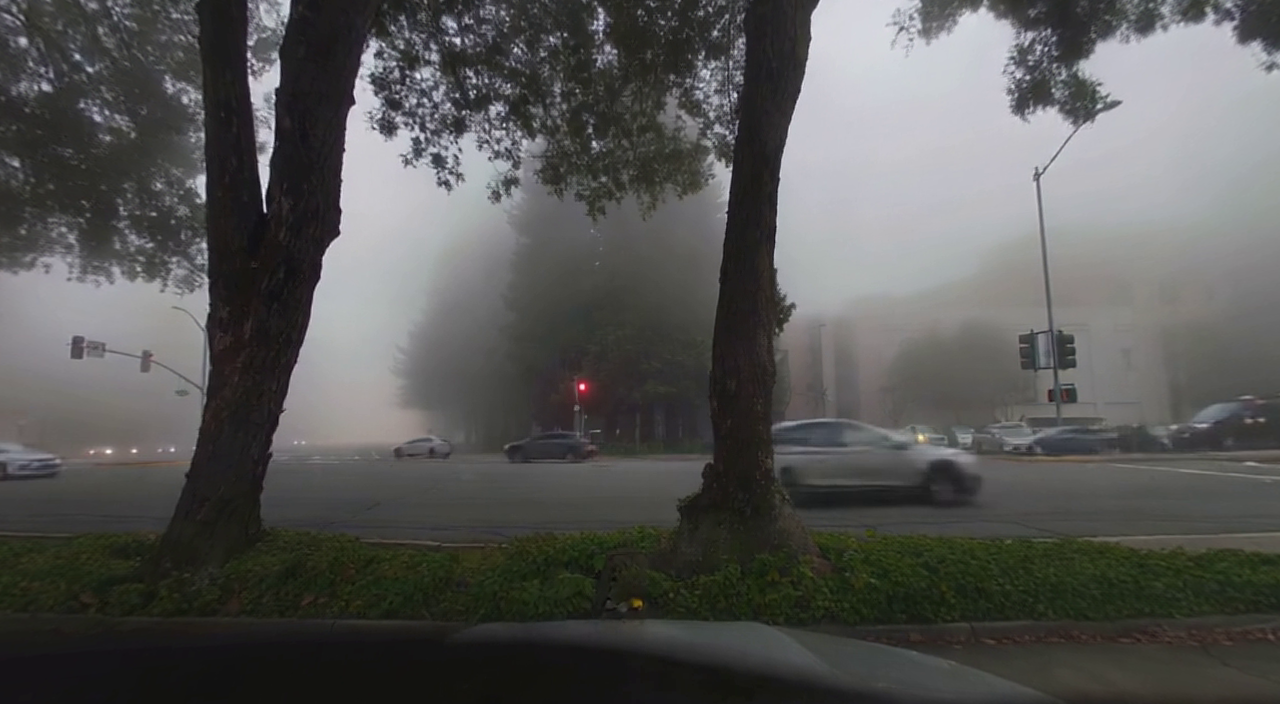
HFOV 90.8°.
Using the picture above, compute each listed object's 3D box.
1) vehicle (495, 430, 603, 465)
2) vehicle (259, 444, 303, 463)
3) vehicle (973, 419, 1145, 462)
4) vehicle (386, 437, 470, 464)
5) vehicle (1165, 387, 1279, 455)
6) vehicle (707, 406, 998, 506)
[{"bbox_3d":[-4.315,4.569,30.363,4.677,1.593,2.029,-2,-9,11],"label":"vehicle"},{"bbox_3d":[-28.062,7.913,49.561,2.235,1.417,4.272,3,-9,-20],"label":"vehicle"},{"bbox_3d":[15.020,3.218,22.943,4.749,1.461,1.892,-1,-9,9],"label":"vehicle"},{"bbox_3d":[-12.907,6.009,38.578,4.488,1.536,1.849,-2,-9,10],"label":"vehicle"},{"bbox_3d":[31.206,3.418,31.005,7.790,3.197,2.653,-2,-9,11],"label":"vehicle"},{"bbox_3d":[3.911,2.019,12.470,4.959,1.715,2.162,-2,-9,11],"label":"vehicle"}]
